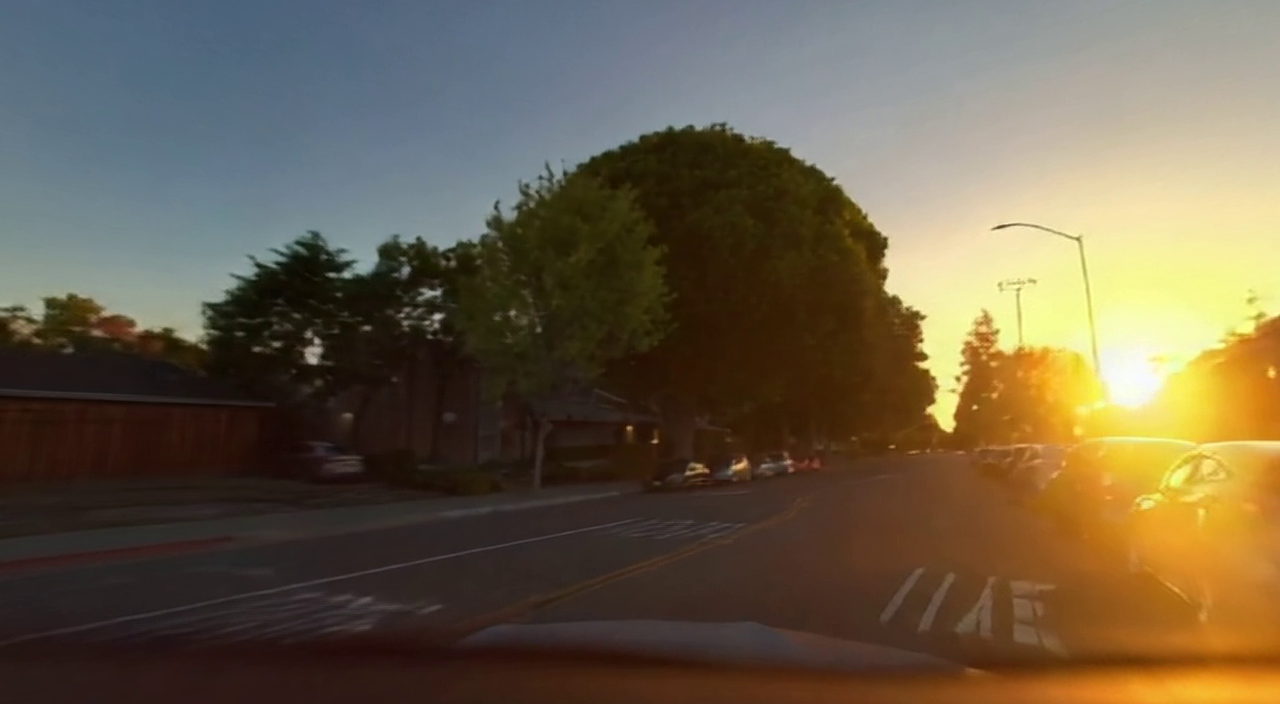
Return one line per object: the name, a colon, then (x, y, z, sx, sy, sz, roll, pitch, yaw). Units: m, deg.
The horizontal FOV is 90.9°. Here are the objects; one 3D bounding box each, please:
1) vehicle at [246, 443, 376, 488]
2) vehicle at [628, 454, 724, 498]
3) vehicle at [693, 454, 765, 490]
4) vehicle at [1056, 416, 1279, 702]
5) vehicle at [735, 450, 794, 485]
vehicle: (-12.739, 4.331, 24.419, 4.554, 1.595, 2.028, -4, -10, 25)
vehicle: (1.486, 4.631, 23.921, 1.963, 1.470, 4.671, -5, -10, 25)
vehicle: (4.227, 5.545, 29.412, 1.948, 1.477, 4.518, -6, -10, 25)
vehicle: (5.350, 1.479, 5.470, 2.315, 1.668, 4.425, -4, -10, 27)
vehicle: (6.935, 6.311, 34.691, 1.973, 1.755, 4.528, -5, -10, 26)
